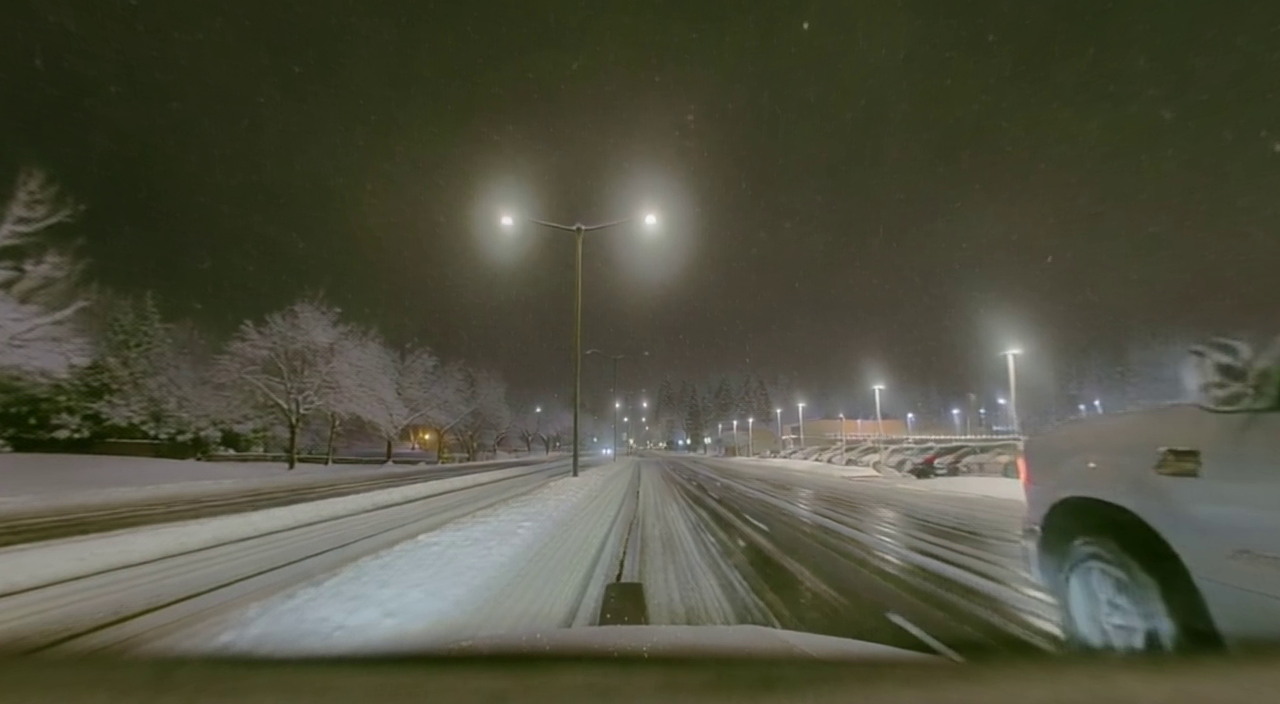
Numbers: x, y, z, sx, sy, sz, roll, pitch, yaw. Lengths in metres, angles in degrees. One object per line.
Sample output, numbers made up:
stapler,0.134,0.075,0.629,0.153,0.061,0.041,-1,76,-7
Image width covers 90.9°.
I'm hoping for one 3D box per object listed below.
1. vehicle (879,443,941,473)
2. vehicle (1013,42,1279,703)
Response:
vehicle,17.227,6.734,40.457,1.882,1.699,4.367,-2,-8,-1
vehicle,3.266,0.083,0.448,2.484,2.642,5.990,-1,-8,3
